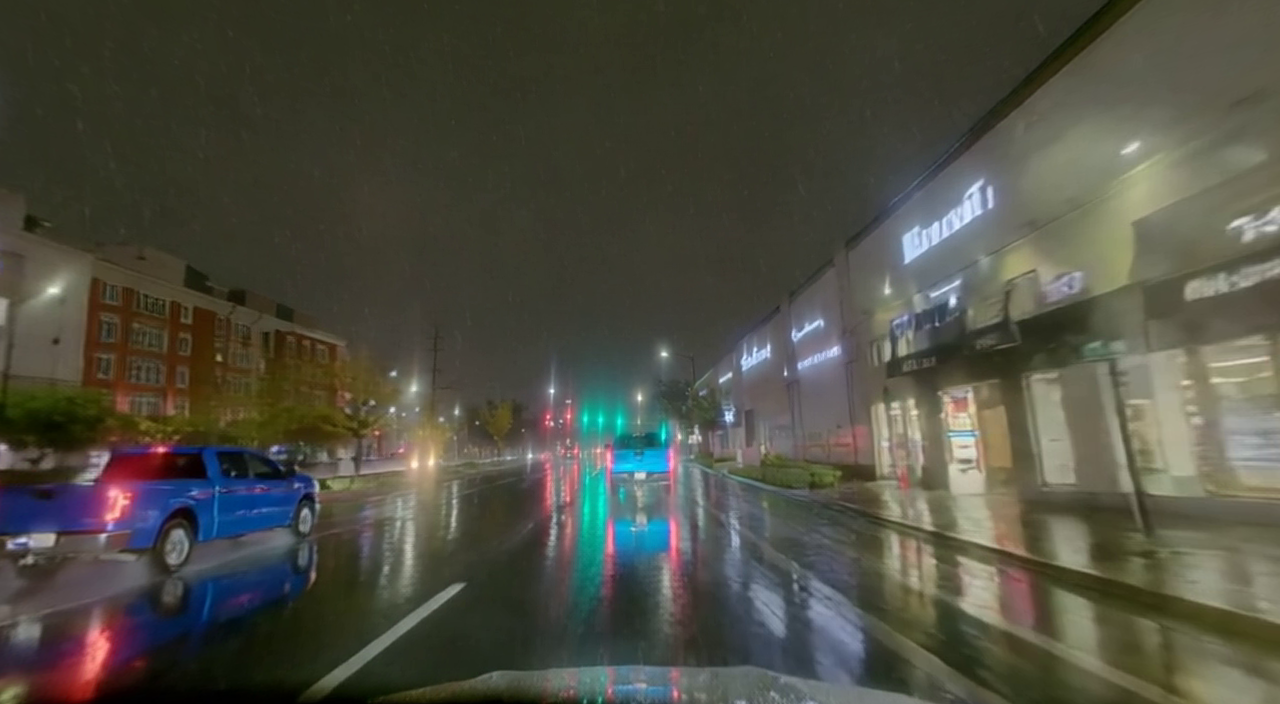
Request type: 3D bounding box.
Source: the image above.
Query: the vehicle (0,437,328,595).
[{"bbox_3d":[-6.092,1.841,8.103,1.888,1.424,4.553,0,-8,0],"label":"vehicle"}]

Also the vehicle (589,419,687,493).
[{"bbox_3d":[-0.144,3.179,19.663,2.590,1.932,5.776,0,-8,-2],"label":"vehicle"}]
